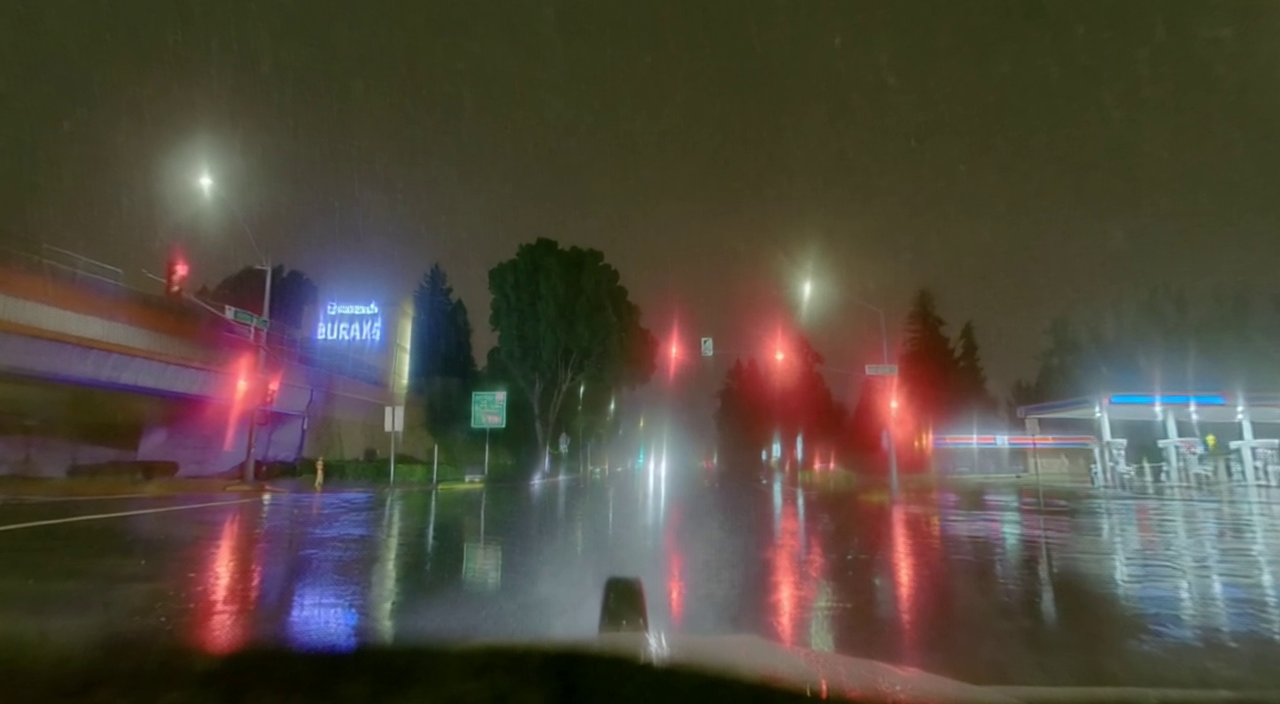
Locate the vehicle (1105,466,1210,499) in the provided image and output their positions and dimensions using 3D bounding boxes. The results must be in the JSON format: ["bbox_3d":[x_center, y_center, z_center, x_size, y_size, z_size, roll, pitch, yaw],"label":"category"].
[{"bbox_3d":[28.015,7.053,34.331,1.897,1.466,4.211,1,-8,-6],"label":"vehicle"}]
